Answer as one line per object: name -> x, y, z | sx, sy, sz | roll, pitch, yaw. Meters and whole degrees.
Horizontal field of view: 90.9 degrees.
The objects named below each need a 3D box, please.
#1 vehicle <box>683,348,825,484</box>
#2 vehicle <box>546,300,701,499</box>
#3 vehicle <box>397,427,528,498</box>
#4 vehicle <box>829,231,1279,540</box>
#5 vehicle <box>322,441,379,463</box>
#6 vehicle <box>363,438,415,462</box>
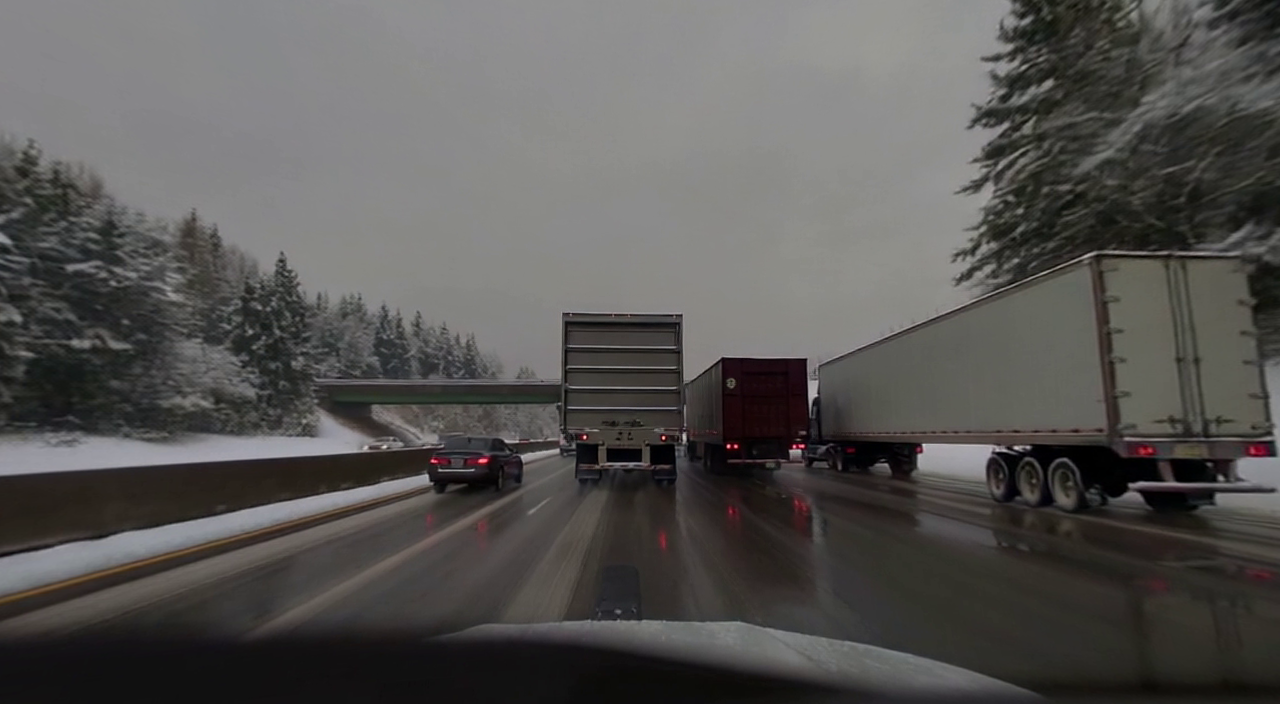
vehicle -> 3.644, 2.583, 23.762 | 2.817, 3.886, 11.491 | 0, -8, -2
vehicle -> -0.508, 1.647, 18.183 | 3.090, 4.065, 10.702 | 0, -8, -2
vehicle -> -4.095, 2.595, 15.243 | 2.049, 1.483, 3.786 | 0, -8, 0
vehicle -> 8.110, 1.255, 14.878 | 3.000, 4.114, 13.063 | 0, -8, -1
vehicle -> -20.895, 7.191, 45.690 | 1.884, 1.460, 4.801 | 0, -8, -1
vehicle -> -16.201, 6.330, 40.892 | 1.684, 1.451, 4.061 | 0, -8, 0
